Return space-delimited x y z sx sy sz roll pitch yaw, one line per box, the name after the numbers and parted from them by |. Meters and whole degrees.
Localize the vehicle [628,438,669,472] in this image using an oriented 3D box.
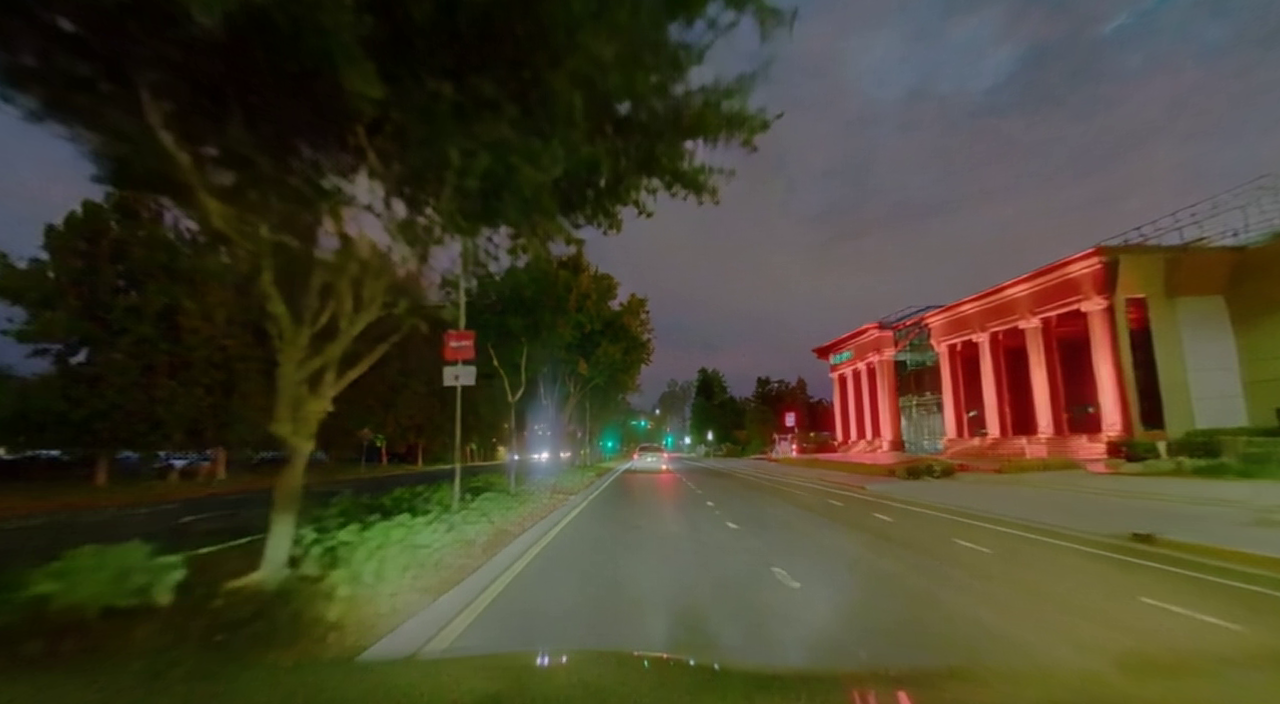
0.468 5.619 34.553 2.123 1.703 4.292 0 -8 1 | vehicle
